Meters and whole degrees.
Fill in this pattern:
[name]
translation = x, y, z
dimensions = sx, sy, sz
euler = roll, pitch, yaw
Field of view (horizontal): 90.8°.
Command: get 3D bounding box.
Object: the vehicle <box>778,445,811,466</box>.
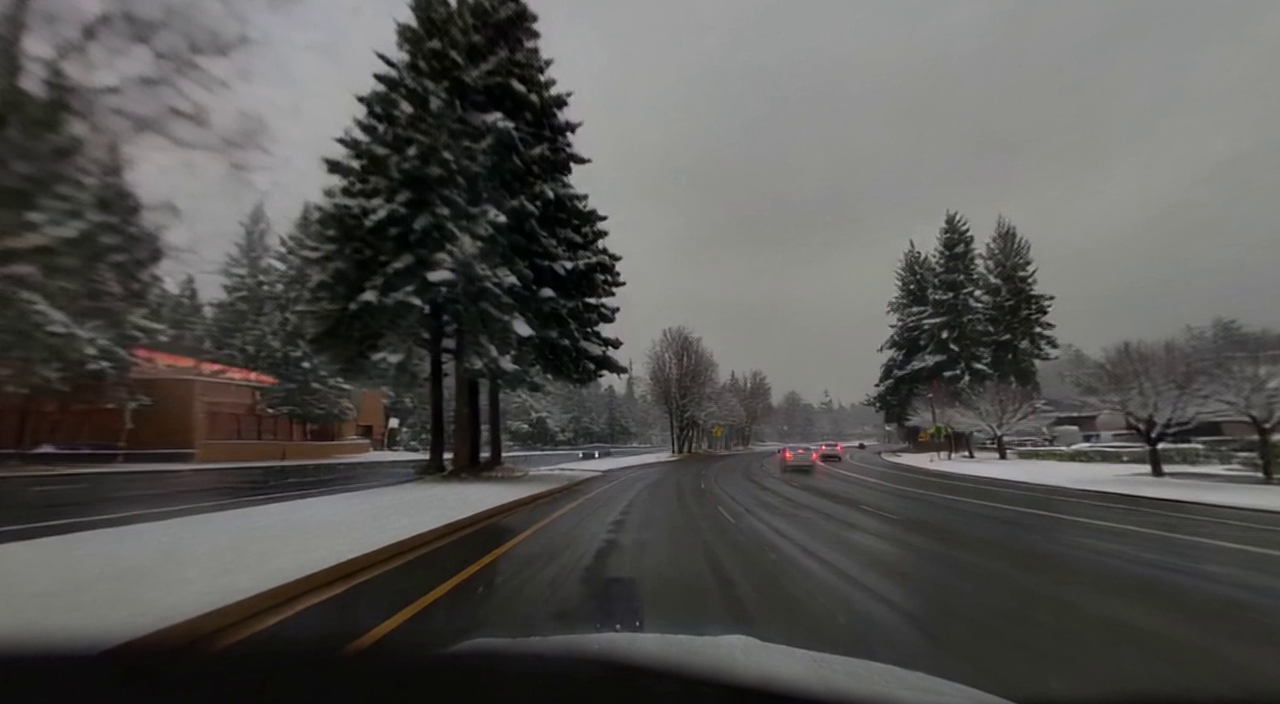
[vehicle]
translation = 11.104, 7.450, 45.676
dimensions = 1.988, 1.460, 3.996
euler = -2, -9, 9
